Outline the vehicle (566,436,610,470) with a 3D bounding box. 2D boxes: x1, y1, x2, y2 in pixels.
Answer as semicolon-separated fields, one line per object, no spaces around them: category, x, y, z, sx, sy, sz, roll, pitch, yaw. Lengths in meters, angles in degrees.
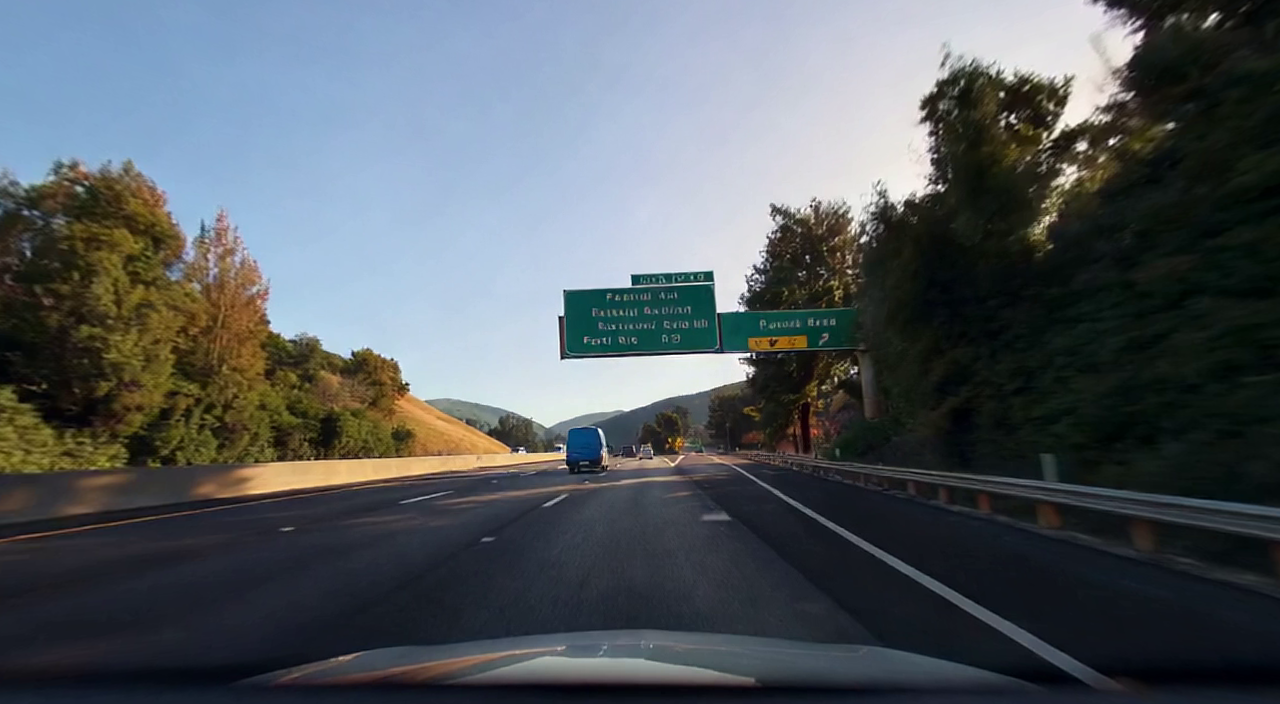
vehicle;-3.000;5.938;37.100;2.169;1.849;4.639;0;-8;0
